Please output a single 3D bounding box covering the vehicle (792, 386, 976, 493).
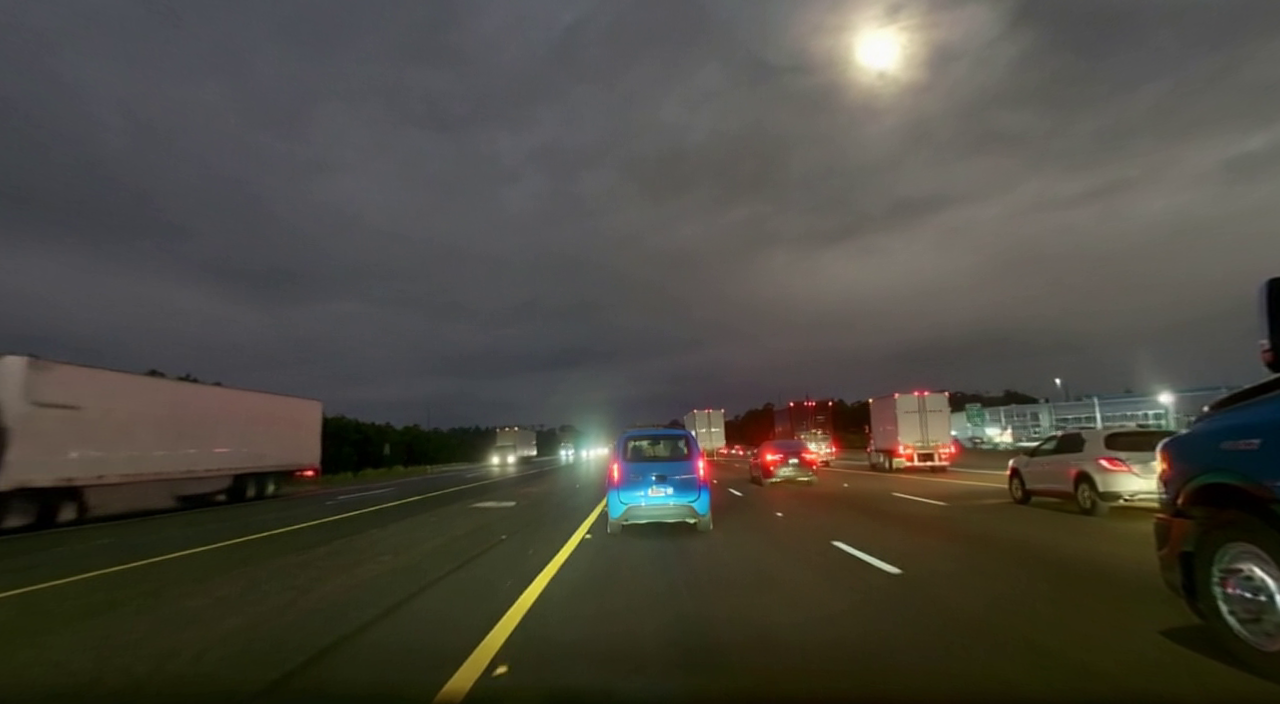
[{"bbox_3d":[8.591,3.415,24.072,2.799,3.188,10.578,0,-9,0],"label":"vehicle"}]

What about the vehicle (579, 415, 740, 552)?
[{"bbox_3d":[0.284,1.881,9.459,1.965,1.664,3.428,-1,-9,2],"label":"vehicle"}]

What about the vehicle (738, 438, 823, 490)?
[{"bbox_3d":[4.477,3.615,20.533,1.859,1.512,3.711,0,-9,0],"label":"vehicle"}]

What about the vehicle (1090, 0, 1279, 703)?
[{"bbox_3d":[4.266,-0.311,0.662,2.987,3.877,5.881,0,-9,0],"label":"vehicle"}]

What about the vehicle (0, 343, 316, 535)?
[{"bbox_3d":[-15.751,2.752,19.202,2.915,4.264,16.308,0,-9,0],"label":"vehicle"}]
